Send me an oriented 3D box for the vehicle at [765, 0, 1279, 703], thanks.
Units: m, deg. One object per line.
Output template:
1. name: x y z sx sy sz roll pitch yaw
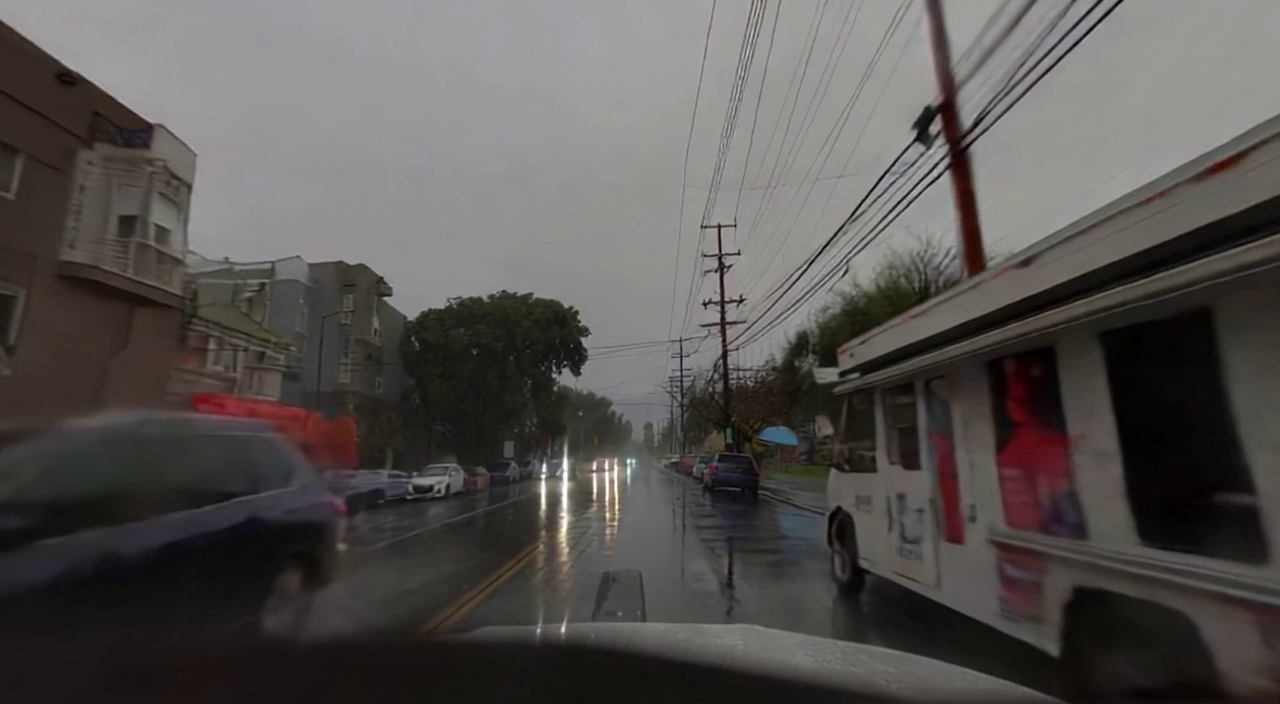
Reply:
1. vehicle: 3.205 0.464 4.375 2.886 3.321 7.809 0 -8 -1

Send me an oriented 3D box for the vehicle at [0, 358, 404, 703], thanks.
1. vehicle: -3.250 1.124 3.846 1.952 1.708 4.096 -1 -8 1

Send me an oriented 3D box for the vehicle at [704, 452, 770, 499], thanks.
1. vehicle: 3.746 4.855 25.258 1.936 1.641 4.434 0 -8 0
